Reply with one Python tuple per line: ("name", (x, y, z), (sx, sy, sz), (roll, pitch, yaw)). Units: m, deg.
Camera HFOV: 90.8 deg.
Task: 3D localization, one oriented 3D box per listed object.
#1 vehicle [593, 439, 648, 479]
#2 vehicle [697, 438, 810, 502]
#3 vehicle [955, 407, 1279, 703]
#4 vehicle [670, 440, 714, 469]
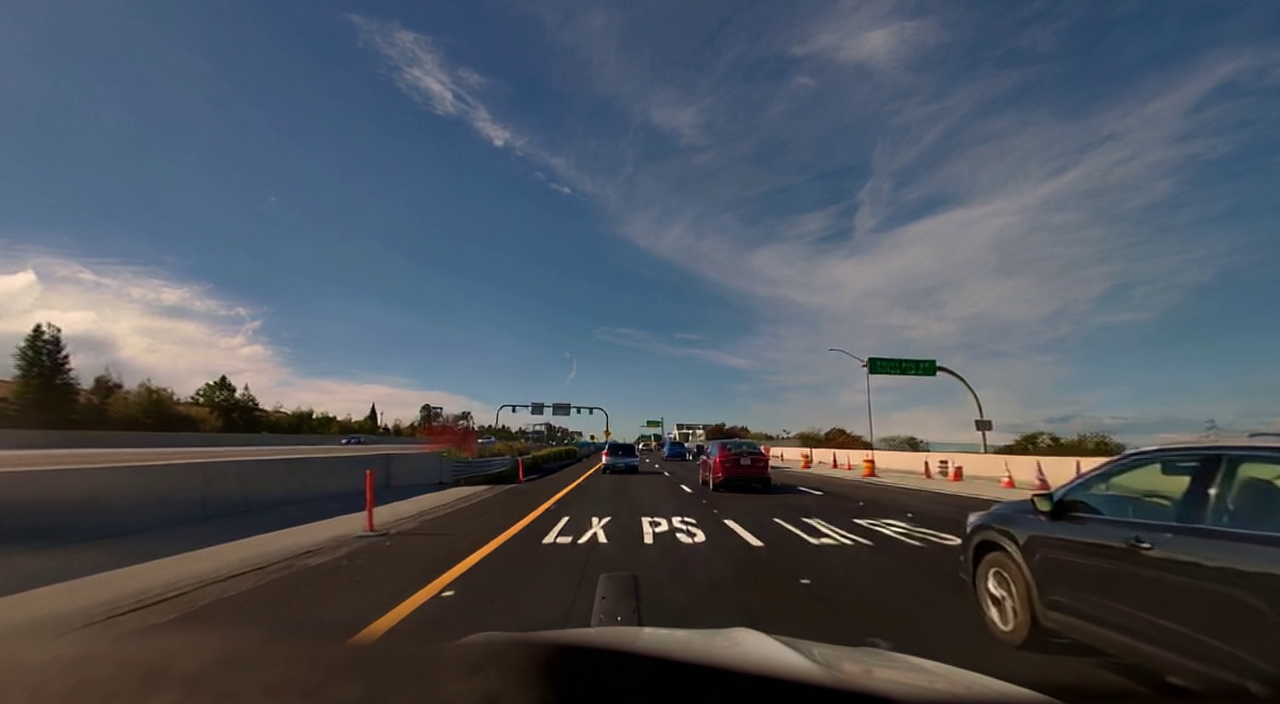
("vehicle", (-0.775, 4.377, 26.085), (2.069, 1.470, 4.004), (0, -8, -1))
("vehicle", (2.816, 3.044, 16.784), (2.042, 1.460, 4.451), (0, -8, -2))
("vehicle", (3.258, 0.937, 2.283), (1.996, 1.455, 4.281), (0, -8, 0))
("vehicle", (2.839, 5.756, 35.591), (1.916, 1.487, 4.117), (0, -8, -3))
